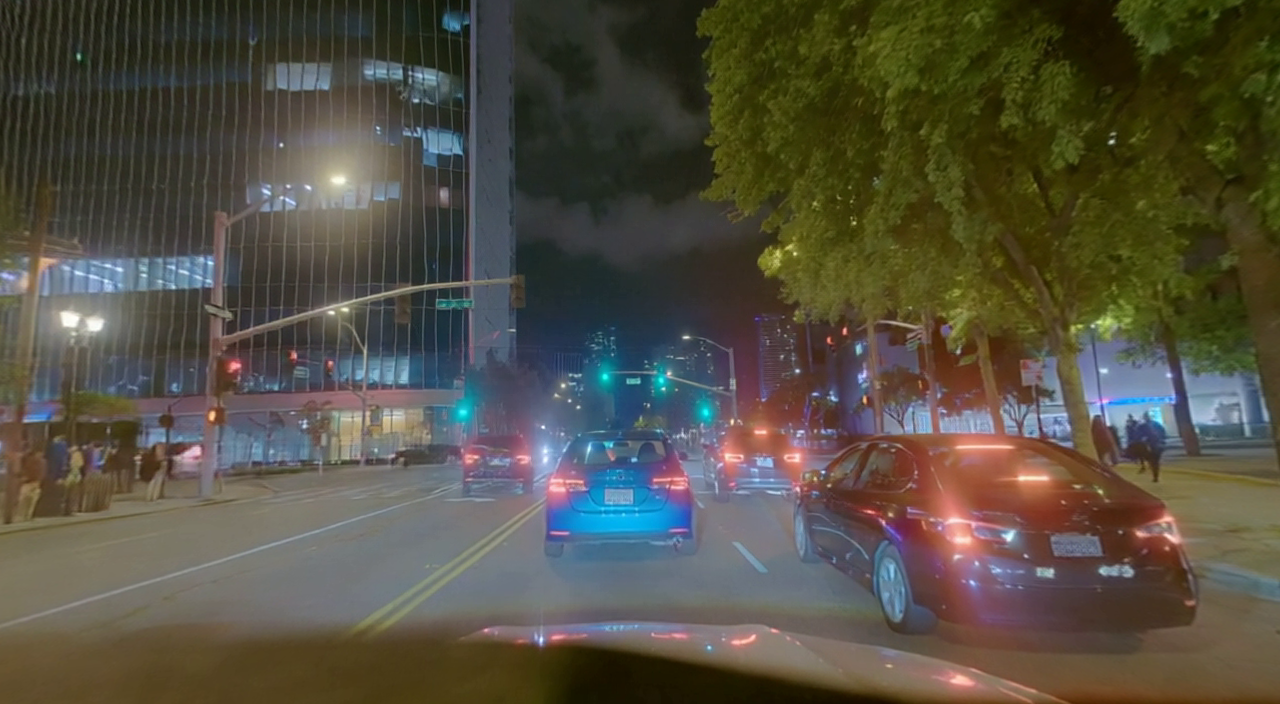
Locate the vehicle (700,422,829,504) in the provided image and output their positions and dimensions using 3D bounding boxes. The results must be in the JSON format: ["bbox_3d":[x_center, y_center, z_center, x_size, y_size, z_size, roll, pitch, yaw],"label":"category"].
[{"bbox_3d":[2.879,2.698,15.688,2.234,1.723,4.486,0,-8,-1],"label":"vehicle"}]

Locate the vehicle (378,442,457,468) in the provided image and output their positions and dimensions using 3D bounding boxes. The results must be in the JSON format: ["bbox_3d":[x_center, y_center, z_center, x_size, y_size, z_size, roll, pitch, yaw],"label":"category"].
[{"bbox_3d":[-13.021,5.997,36.645,4.531,1.427,1.957,-6,-10,34],"label":"vehicle"}]

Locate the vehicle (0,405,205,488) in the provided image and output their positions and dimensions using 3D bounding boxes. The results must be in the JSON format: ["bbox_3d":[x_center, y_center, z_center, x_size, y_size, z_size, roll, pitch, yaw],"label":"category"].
[{"bbox_3d":[-25.792,4.349,28.985,8.989,3.623,2.884,0,-8,-1],"label":"vehicle"}]

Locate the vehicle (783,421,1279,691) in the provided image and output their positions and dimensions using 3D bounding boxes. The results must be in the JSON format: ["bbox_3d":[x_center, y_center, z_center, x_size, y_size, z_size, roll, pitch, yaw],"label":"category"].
[{"bbox_3d":[2.762,1.430,5.601,1.952,1.464,4.165,0,-8,-1],"label":"vehicle"}]

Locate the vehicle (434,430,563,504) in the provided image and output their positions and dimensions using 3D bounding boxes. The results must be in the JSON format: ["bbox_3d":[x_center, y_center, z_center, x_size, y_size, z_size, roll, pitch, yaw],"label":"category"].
[{"bbox_3d":[-3.222,2.716,15.290,2.068,1.513,4.221,0,-8,1],"label":"vehicle"}]

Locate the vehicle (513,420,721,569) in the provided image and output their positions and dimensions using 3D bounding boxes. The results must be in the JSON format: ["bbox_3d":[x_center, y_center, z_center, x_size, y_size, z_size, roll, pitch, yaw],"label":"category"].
[{"bbox_3d":[-0.278,1.722,8.374,2.072,1.476,4.078,0,-8,-1],"label":"vehicle"}]
